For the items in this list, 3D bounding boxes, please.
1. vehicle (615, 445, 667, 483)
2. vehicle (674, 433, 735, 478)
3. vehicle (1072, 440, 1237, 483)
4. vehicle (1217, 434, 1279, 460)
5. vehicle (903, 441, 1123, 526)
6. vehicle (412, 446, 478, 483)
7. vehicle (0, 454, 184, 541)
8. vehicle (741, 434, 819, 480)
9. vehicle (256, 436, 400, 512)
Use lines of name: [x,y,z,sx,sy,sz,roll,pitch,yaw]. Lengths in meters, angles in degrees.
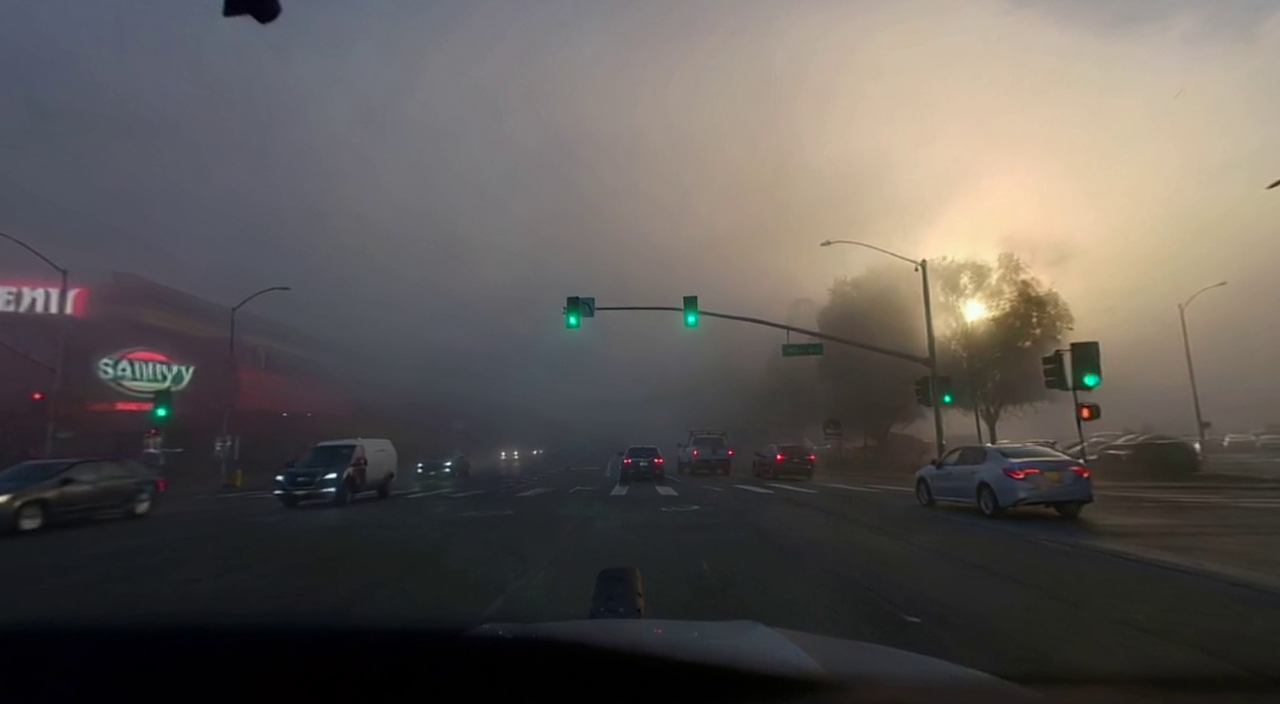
vehicle: [-0.034,4.628,26.338,2.038,1.447,3.756,0,-8,-2]
vehicle: [3.208,5.313,32.690,2.358,2.116,5.328,0,-8,-3]
vehicle: [18.198,3.881,22.474,4.227,1.460,1.777,0,-8,2]
vehicle: [35.890,5.400,35.893,4.230,1.449,1.782,0,-8,0]
vehicle: [7.624,2.683,13.552,1.905,1.498,4.463,0,-8,-1]
vehicle: [-8.952,5.171,29.332,1.827,1.602,4.115,0,-8,-1]
vehicle: [-12.592,2.993,13.604,1.969,1.486,4.773,0,-8,0]
vehicle: [6.639,5.046,30.601,2.323,2.009,5.266,0,-8,-3]
vehicle: [-8.253,3.210,17.168,1.904,1.789,4.021,0,-8,-2]
